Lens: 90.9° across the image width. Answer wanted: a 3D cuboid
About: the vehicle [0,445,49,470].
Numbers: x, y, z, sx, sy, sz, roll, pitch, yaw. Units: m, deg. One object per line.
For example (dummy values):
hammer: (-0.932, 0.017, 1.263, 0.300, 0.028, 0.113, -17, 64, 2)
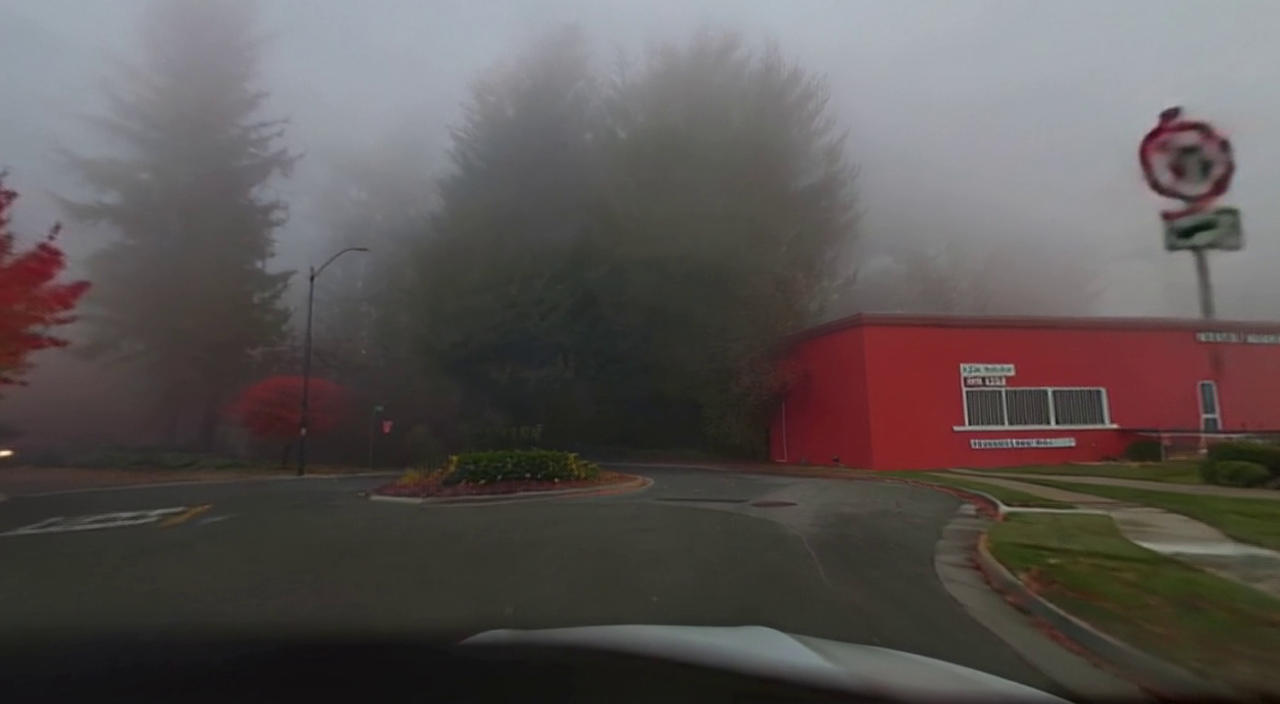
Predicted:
vehicle: (-37.653, 6.272, 37.484, 3.362, 1.404, 1.588, -1, -7, -3)
